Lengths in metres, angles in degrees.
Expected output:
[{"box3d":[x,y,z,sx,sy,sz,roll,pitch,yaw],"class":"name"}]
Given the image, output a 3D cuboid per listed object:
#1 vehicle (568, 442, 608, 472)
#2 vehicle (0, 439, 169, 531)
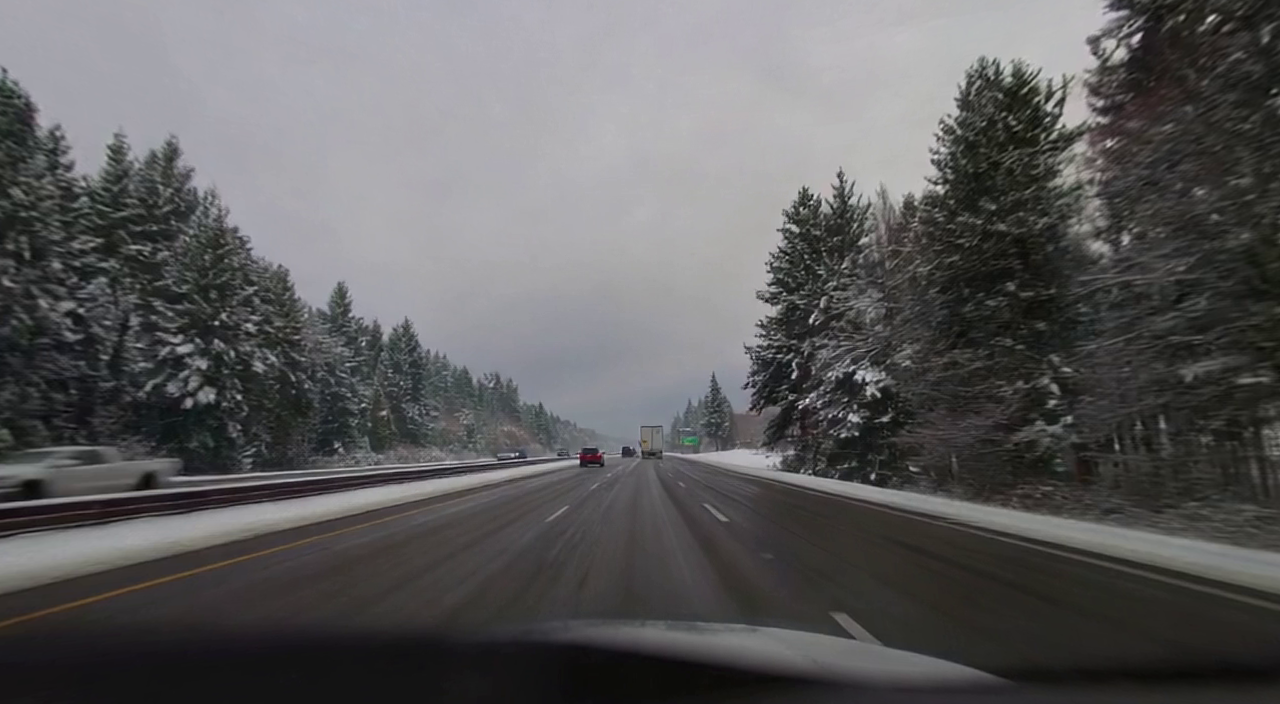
[{"box3d":[-3.468,7.168,43.155,2.173,1.924,5.030,0,-9,1],"class":"vehicle"},{"box3d":[-12.701,2.675,13.074,2.125,1.643,4.749,0,-9,1],"class":"vehicle"}]
